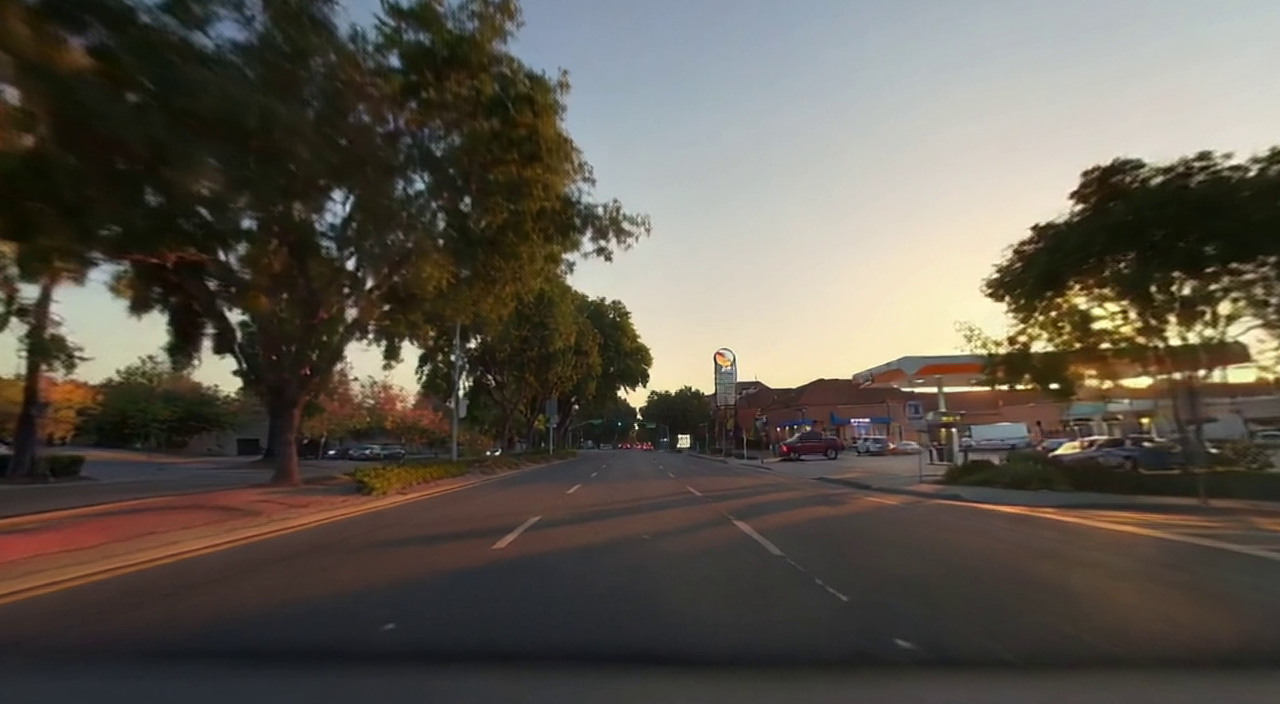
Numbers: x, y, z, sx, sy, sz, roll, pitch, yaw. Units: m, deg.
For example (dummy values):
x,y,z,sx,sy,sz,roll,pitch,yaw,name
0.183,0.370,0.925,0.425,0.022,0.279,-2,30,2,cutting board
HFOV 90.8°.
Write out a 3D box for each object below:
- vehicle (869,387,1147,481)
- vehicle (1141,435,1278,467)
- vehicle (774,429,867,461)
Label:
x,y,z,sx,sy,sz,roll,pitch,yaw,name
14.230,3.262,25.014,9.127,3.409,2.992,1,-8,-2,vehicle
27.470,4.778,30.585,4.610,1.467,2.005,0,-8,1,vehicle
13.118,6.812,46.313,6.063,2.313,2.534,0,-8,1,vehicle
